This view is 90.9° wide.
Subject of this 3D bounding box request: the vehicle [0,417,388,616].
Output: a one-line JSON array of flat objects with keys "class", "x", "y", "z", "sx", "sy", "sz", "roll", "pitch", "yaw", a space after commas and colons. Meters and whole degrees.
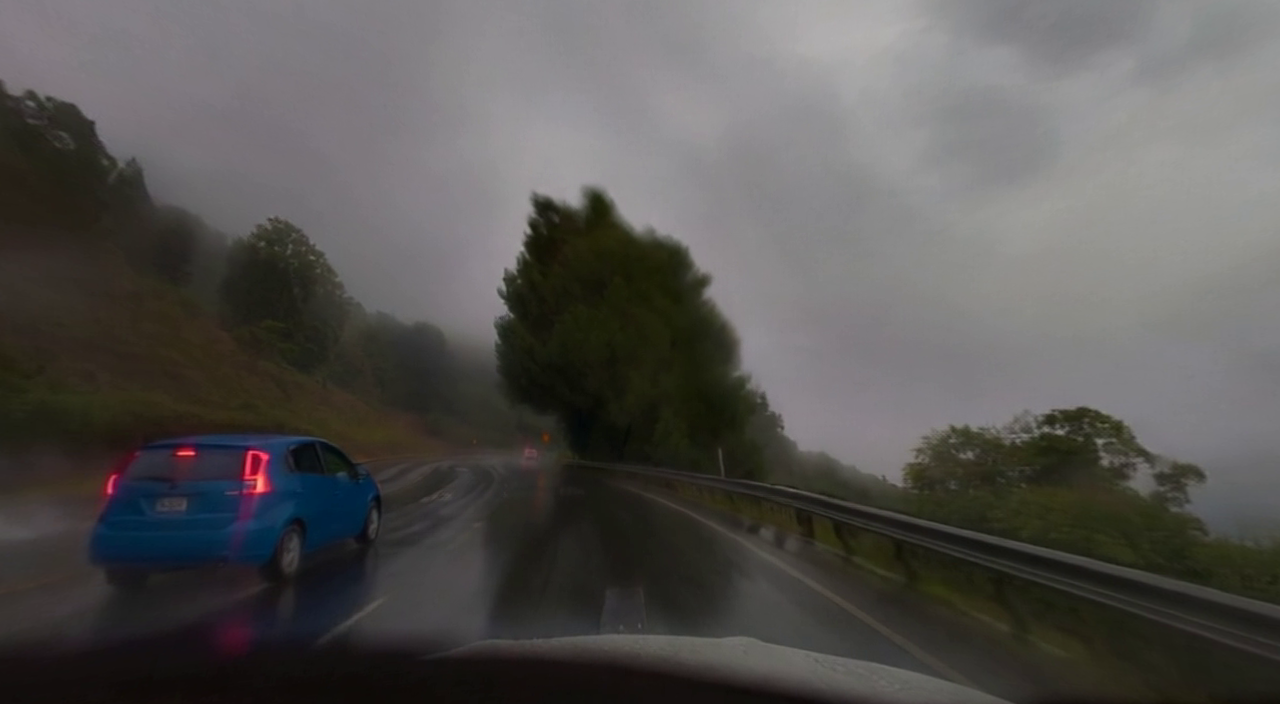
[{"class": "vehicle", "x": -4.698, "y": 1.667, "z": 7.238, "sx": 2.078, "sy": 1.607, "sz": 3.959, "roll": 0, "pitch": -9, "yaw": -3}]
